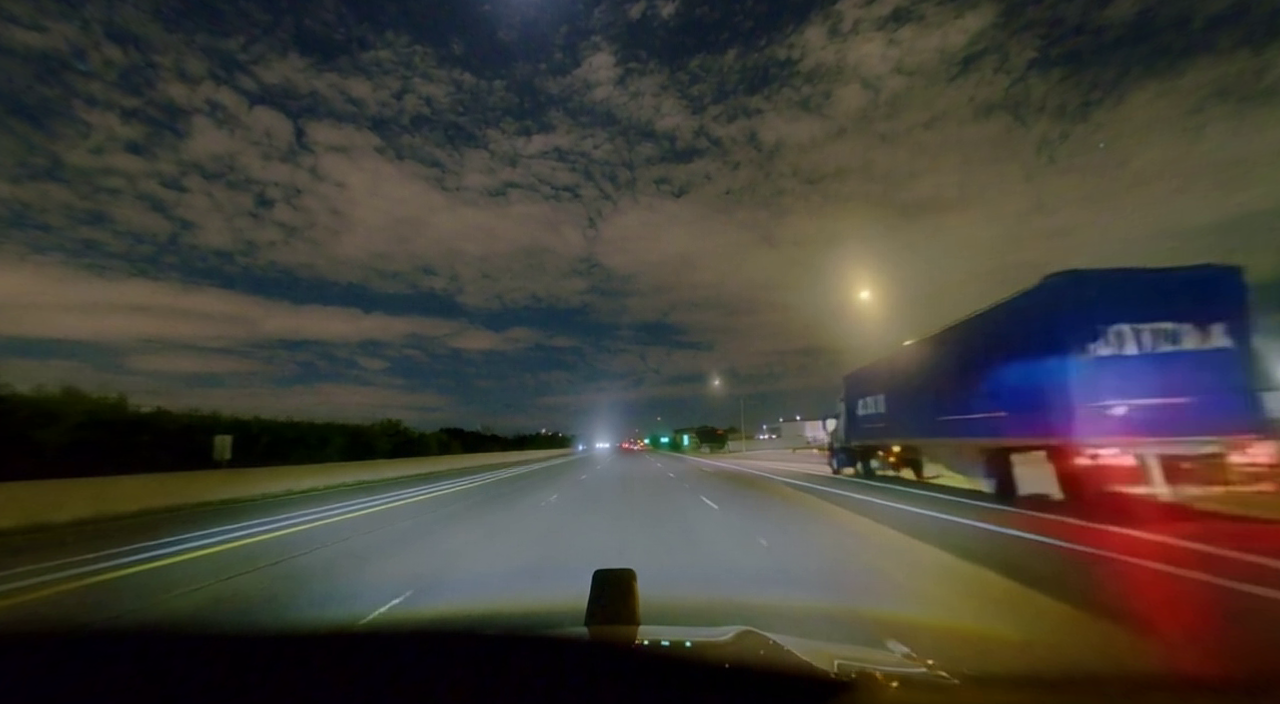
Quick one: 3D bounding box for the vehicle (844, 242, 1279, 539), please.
[{"bbox_3d":[9.138,1.665,16.887,3.469,3.986,17.065,-1,-8,6],"label":"vehicle"}]
